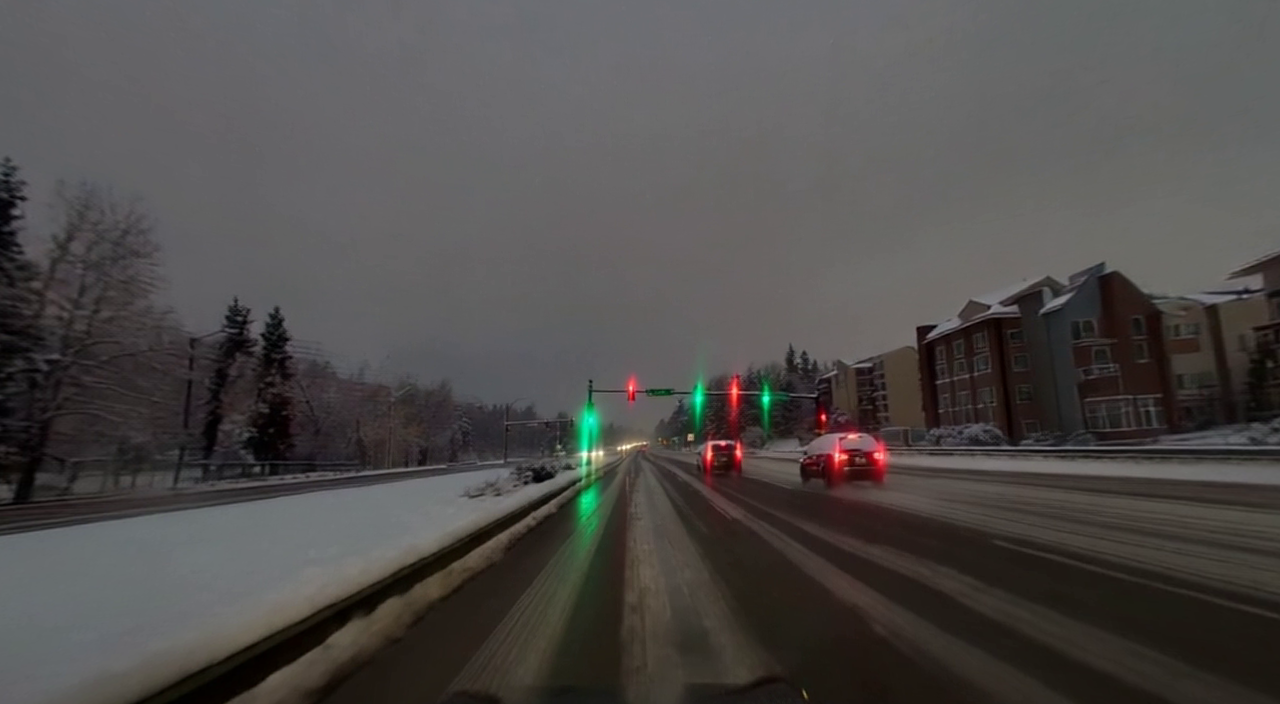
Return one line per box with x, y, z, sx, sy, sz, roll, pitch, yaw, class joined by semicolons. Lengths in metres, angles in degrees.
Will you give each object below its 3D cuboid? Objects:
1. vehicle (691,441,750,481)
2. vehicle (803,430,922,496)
3.367;4.653;27.199;1.917;1.538;4.259;0;-9;-1;vehicle
6.679;3.390;19.624;1.946;1.773;4.641;0;-9;-1;vehicle
